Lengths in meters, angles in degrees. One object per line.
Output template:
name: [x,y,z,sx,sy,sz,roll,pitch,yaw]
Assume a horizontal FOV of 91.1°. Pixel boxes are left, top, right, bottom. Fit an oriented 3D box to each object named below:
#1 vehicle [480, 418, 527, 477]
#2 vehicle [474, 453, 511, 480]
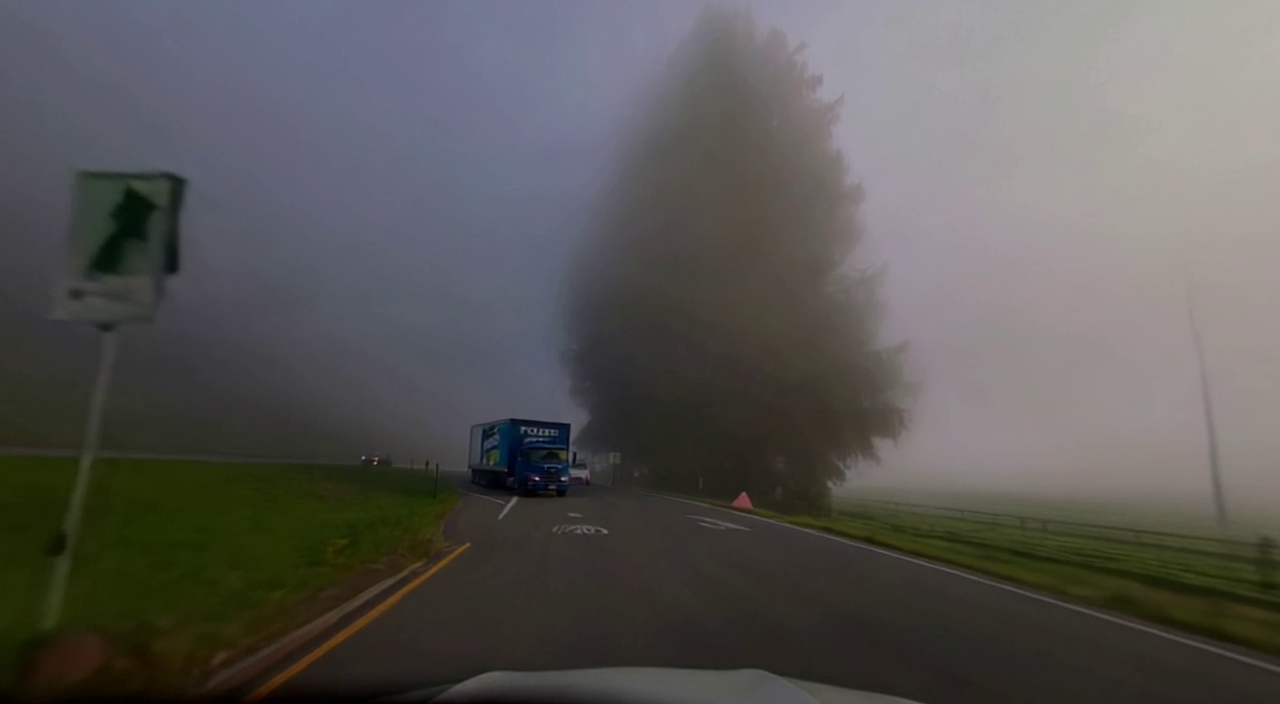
vehicle: [-10.191,7.393,47.703,3.025,4.012,8.399,3,-11,-10]
vehicle: [-9.022,7.049,38.688,2.039,1.536,3.648,3,-11,-11]
